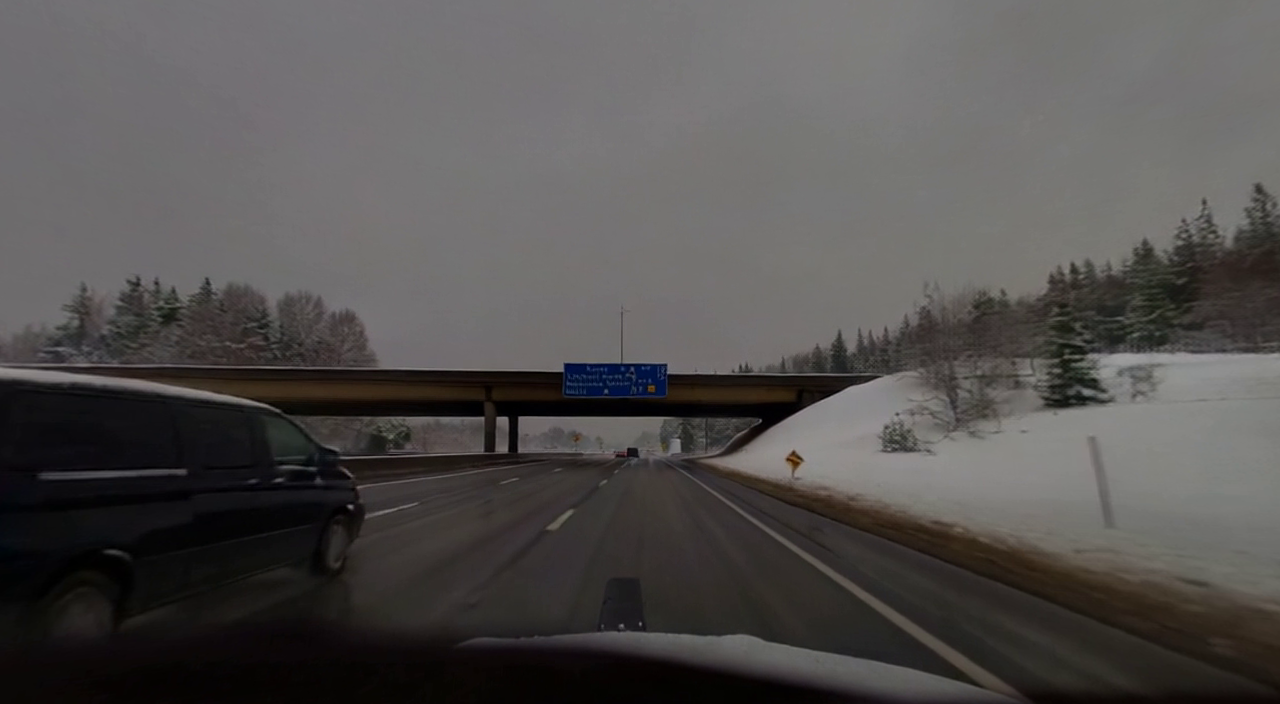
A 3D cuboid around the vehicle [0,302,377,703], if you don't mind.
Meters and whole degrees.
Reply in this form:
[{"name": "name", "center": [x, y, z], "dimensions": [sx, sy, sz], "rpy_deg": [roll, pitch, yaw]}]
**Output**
[{"name": "vehicle", "center": [-4.038, 0.984, 4.409], "dimensions": [2.167, 1.929, 5.037], "rpy_deg": [0, -9, 0]}]
